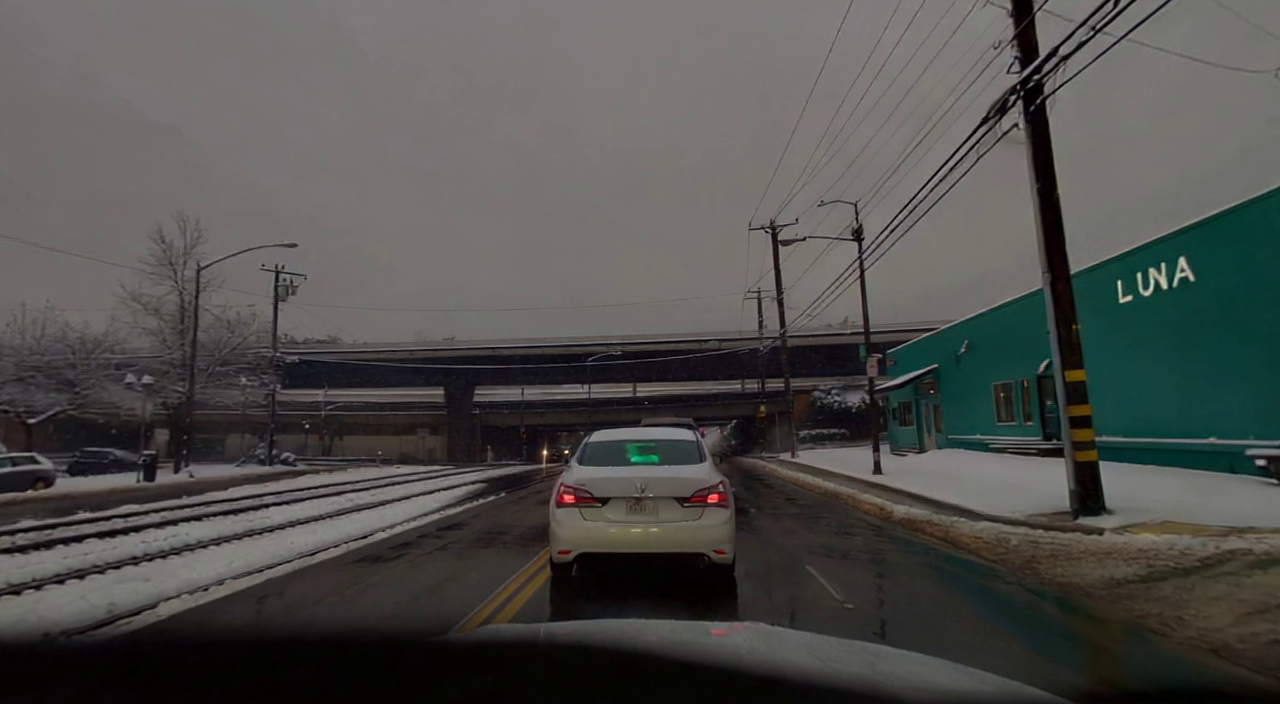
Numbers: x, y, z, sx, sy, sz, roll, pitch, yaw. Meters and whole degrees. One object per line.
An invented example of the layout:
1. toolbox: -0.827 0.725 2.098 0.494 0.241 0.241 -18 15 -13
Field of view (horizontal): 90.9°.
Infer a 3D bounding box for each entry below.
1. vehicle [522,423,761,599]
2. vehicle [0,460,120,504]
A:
1. vehicle: 0.096 1.705 7.616 2.090 1.518 4.033 -1 -9 3
2. vehicle: -21.940 4.677 22.846 4.566 1.453 1.935 -1 -9 5
